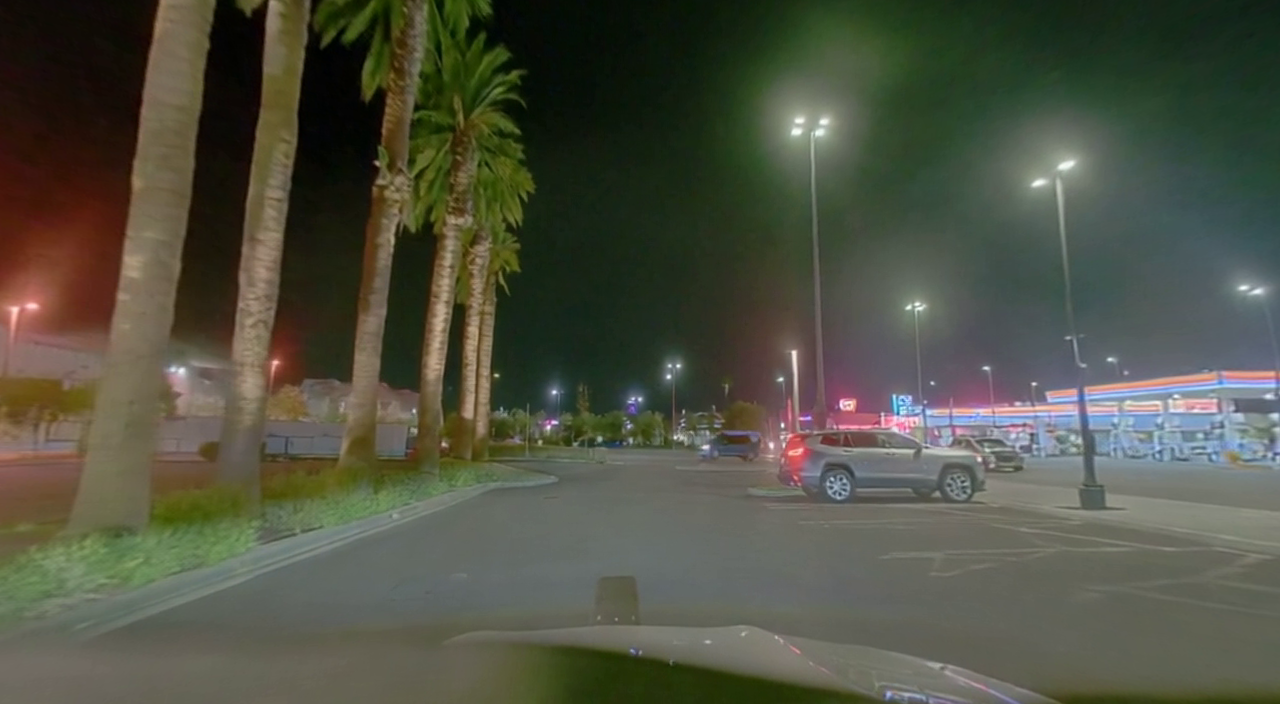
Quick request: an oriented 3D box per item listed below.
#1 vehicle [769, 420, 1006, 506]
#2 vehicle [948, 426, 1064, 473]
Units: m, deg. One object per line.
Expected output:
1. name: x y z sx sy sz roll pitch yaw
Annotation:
1. vehicle: 5.573 2.539 14.737 4.560 1.818 2.148 0 -8 -3
2. vehicle: 16.024 4.298 28.015 2.028 1.850 4.731 0 -8 -4
